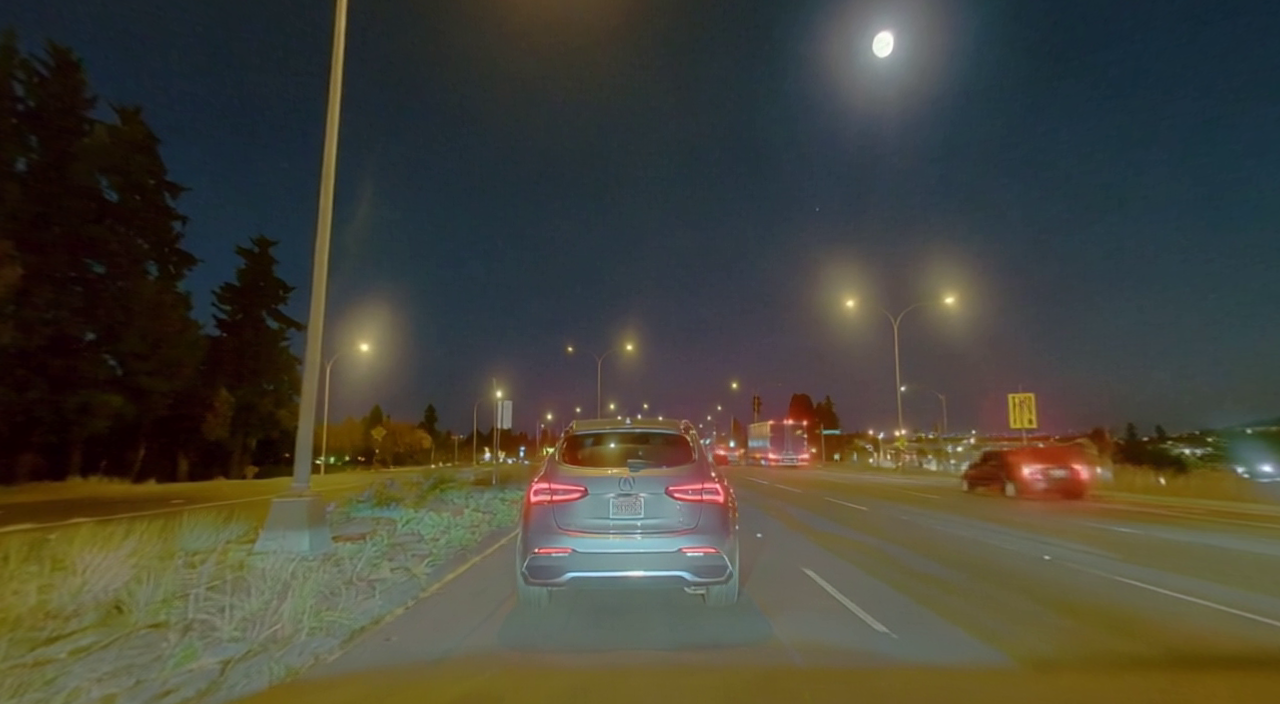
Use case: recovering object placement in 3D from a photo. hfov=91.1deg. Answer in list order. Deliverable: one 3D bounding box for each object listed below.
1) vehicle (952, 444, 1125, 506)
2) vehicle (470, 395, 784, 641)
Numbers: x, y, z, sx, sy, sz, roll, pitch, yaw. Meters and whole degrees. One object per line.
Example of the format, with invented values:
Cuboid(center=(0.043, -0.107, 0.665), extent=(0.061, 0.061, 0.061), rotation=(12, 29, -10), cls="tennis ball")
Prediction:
Cuboid(center=(11.125, 3.420, 18.019), extent=(1.998, 1.527, 4.489), rotation=(0, -9, 0), cls="vehicle")
Cuboid(center=(-0.129, 1.455, 6.476), extent=(2.172, 1.694, 4.055), rotation=(0, -8, -1), cls="vehicle")
